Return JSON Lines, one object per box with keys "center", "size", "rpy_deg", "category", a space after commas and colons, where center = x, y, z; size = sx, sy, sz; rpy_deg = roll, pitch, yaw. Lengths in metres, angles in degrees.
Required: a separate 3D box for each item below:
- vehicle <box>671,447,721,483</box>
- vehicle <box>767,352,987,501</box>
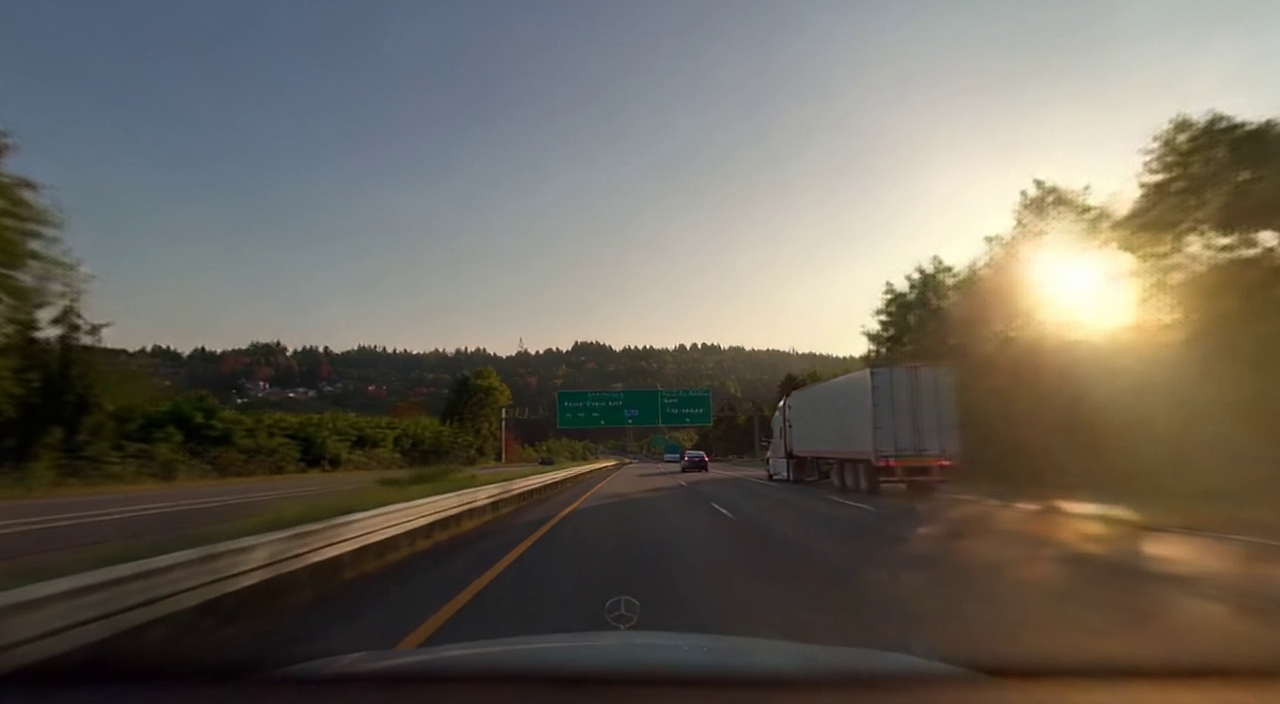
{"center": [2.606, 5.382, 30.133], "size": [2.024, 1.579, 3.707], "rpy_deg": [0, -9, 0], "category": "vehicle"}
{"center": [7.811, 3.065, 24.055], "size": [2.907, 4.042, 13.858], "rpy_deg": [0, -9, 0], "category": "vehicle"}
